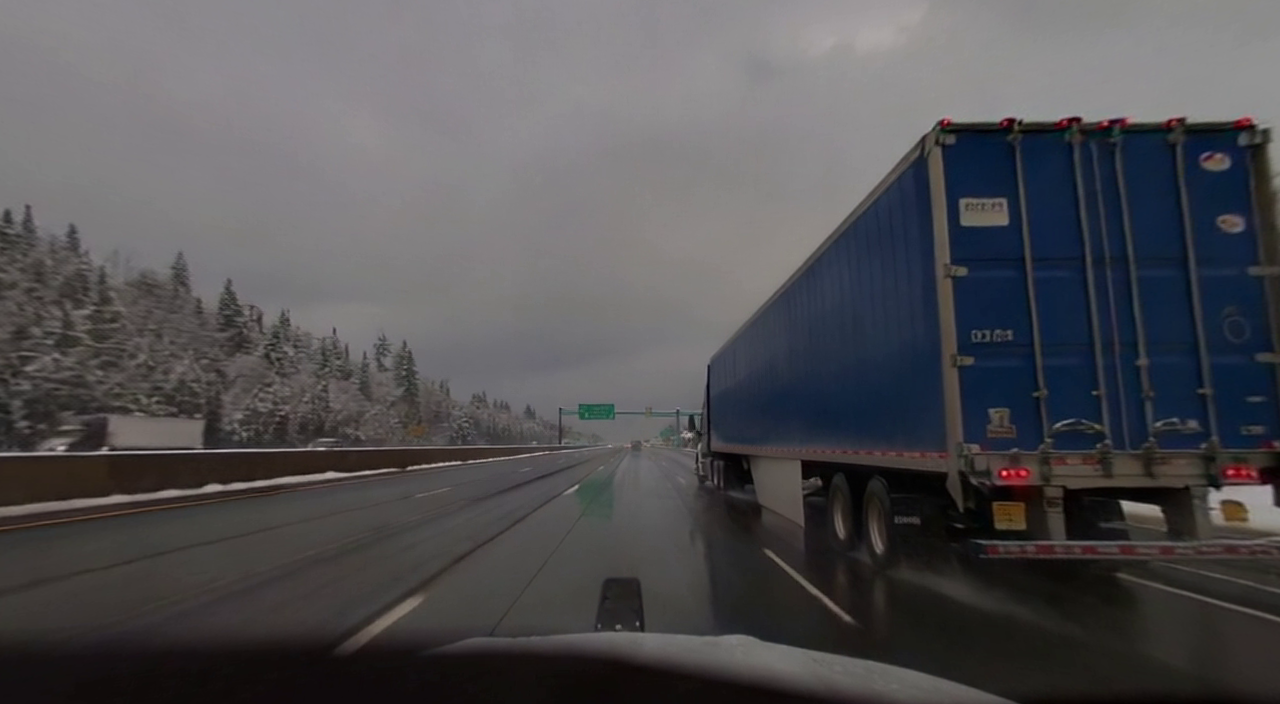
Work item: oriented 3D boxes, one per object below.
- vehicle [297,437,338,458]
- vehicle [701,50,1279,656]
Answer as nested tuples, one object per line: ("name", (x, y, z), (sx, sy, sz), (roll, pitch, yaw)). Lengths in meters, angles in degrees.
("vehicle", (-25.388, 7.573, 49.834), (1.528, 1.370, 3.394), (-1, -12, -1))
("vehicle", (3.498, 1.094, 12.410), (2.743, 4.160, 16.408), (0, -9, -1))
